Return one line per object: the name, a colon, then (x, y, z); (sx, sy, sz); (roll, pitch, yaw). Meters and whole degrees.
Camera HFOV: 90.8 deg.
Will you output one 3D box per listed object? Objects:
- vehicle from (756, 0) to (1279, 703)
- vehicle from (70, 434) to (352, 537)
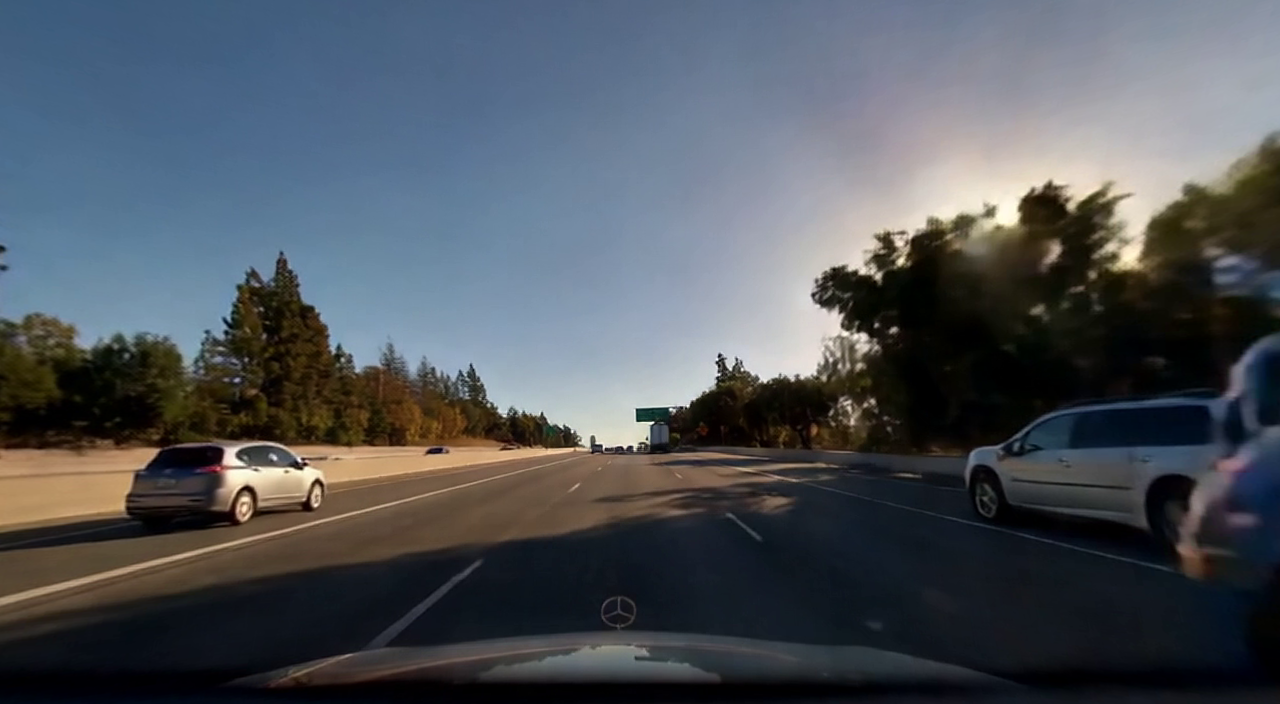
vehicle: (3.123, -0.160, 2.781); (2.985, 3.985, 10.516); (0, -9, -1)
vehicle: (-7.370, 2.315, 11.622); (2.033, 1.494, 4.508); (0, -9, -1)
